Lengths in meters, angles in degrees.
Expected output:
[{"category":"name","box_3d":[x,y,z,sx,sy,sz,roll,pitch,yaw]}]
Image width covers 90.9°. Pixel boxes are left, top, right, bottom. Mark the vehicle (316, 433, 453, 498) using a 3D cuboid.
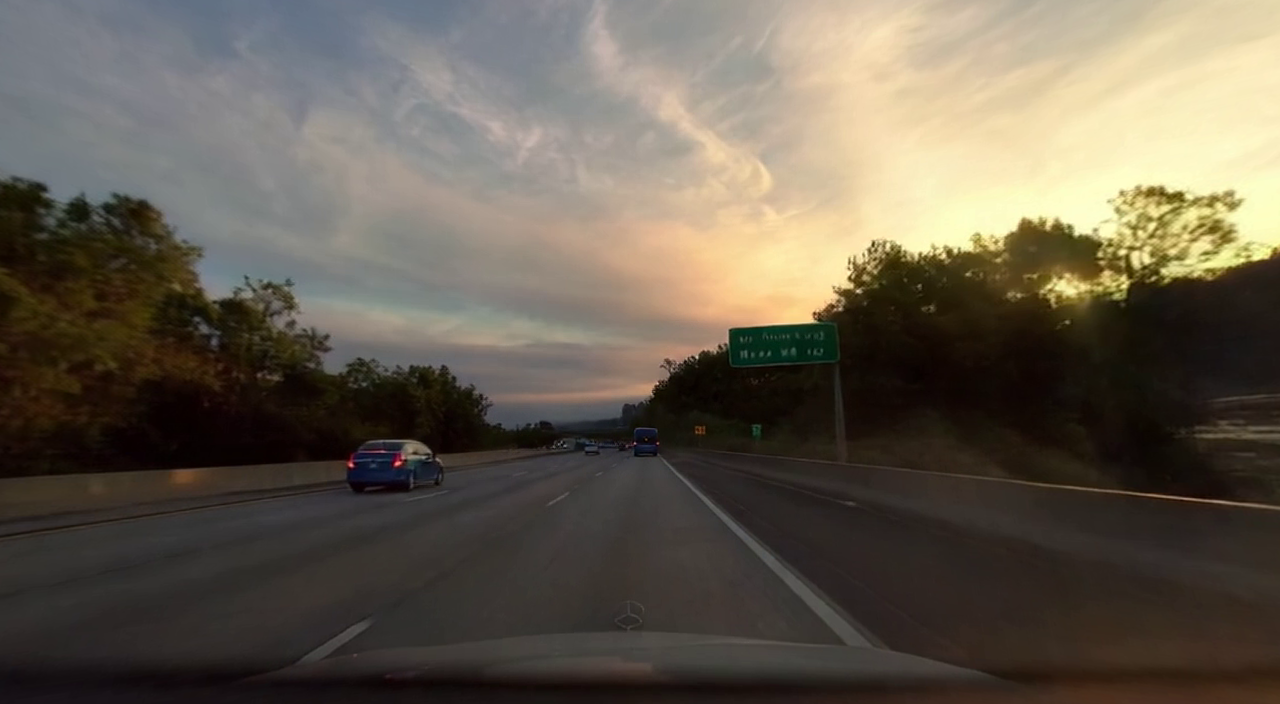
[{"category":"vehicle","box_3d":[-7.392,3.325,18.893,2.080,1.674,4.660,0,-8,1]}]
